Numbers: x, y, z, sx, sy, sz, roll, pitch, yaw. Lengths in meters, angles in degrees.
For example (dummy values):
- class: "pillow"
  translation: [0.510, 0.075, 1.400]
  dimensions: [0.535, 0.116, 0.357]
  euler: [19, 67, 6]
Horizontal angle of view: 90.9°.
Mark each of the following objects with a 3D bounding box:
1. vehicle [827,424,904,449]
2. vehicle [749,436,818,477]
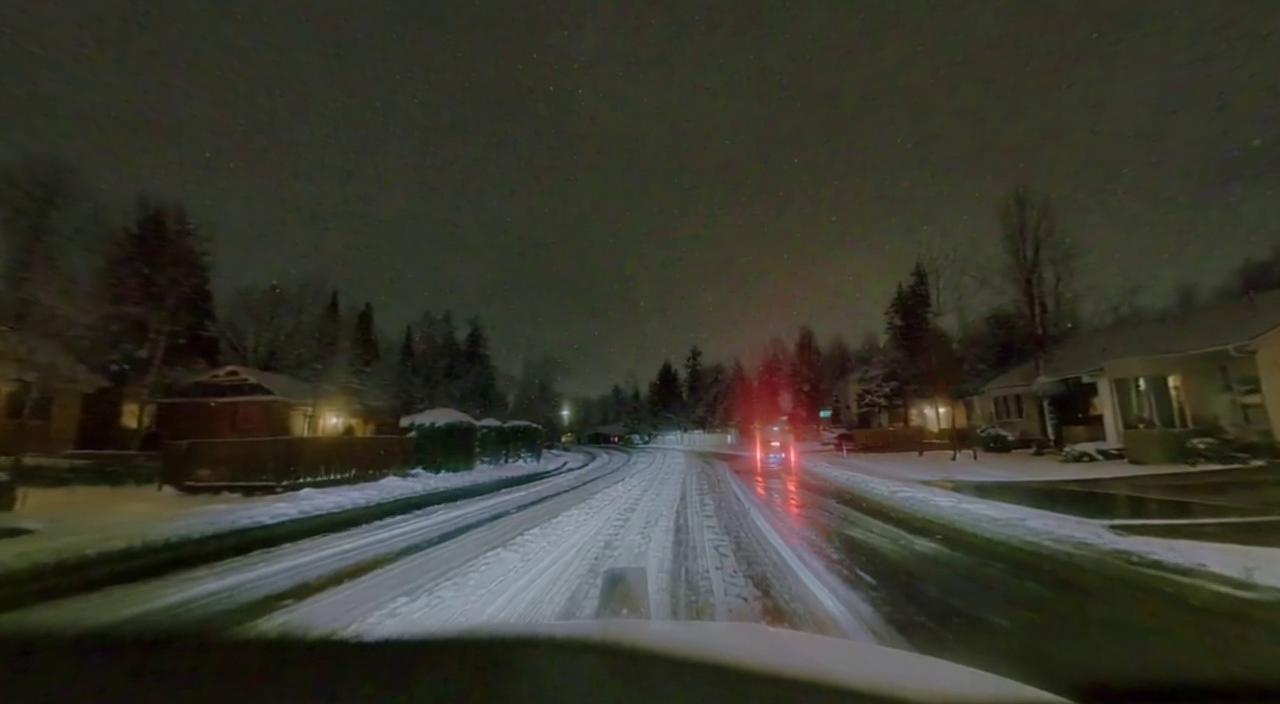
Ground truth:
- class: "vehicle"
  translation: [15.067, 5.690, 42.311]
  dimensions: [4.403, 1.662, 1.882]
  euler: [0, -8, -3]
- class: "vehicle"
  translation: [5.621, 4.138, 25.198]
  dimensions: [2.129, 1.490, 4.369]
  euler: [-1, -8, 6]
